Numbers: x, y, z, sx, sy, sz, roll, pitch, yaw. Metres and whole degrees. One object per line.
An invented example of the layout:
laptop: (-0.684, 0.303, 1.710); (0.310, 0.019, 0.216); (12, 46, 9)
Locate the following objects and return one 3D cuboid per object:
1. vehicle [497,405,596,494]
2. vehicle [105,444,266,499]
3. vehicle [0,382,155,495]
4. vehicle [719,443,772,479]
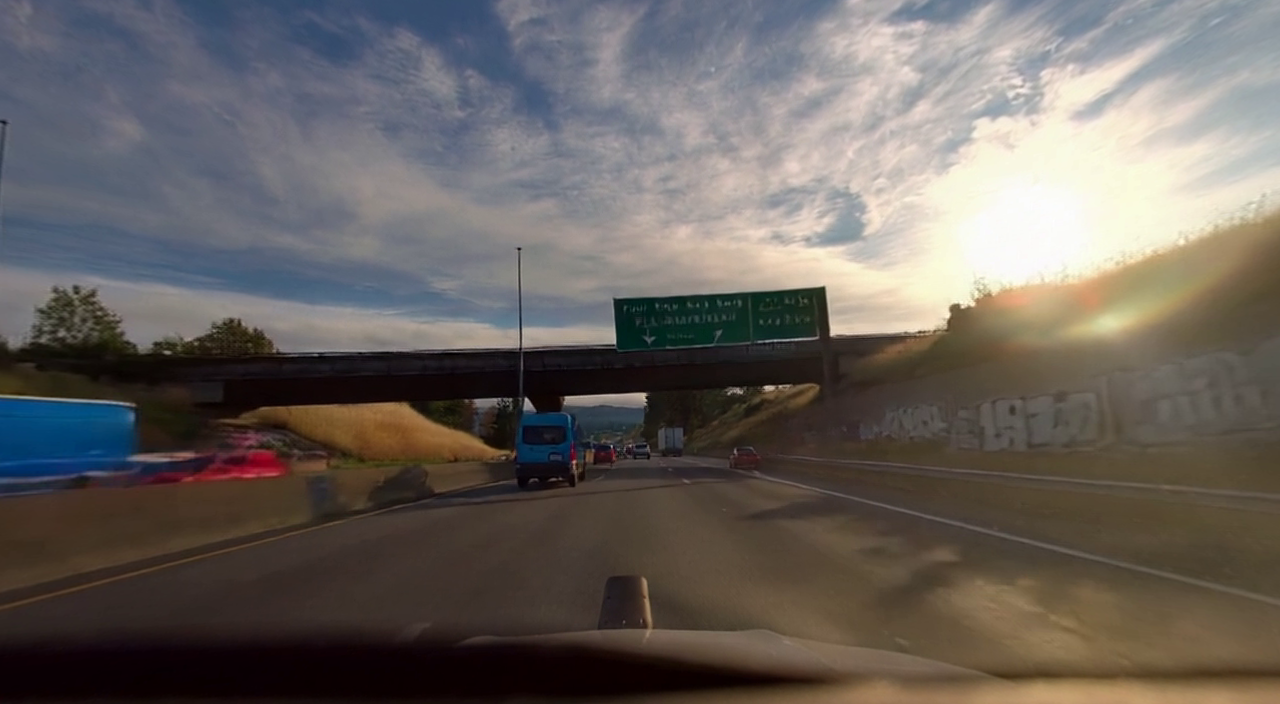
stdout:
vehicle: (-3.000, 3.395, 21.879); (2.451, 2.627, 5.868); (0, -9, 0)
vehicle: (-16.279, 4.299, 23.007); (2.186, 1.770, 4.958); (0, -9, 0)
vehicle: (-20.698, 2.907, 20.927); (2.807, 3.379, 7.801); (0, -9, 0)
vehicle: (5.216, 5.442, 31.732); (1.936, 1.664, 4.198); (0, -9, 0)
